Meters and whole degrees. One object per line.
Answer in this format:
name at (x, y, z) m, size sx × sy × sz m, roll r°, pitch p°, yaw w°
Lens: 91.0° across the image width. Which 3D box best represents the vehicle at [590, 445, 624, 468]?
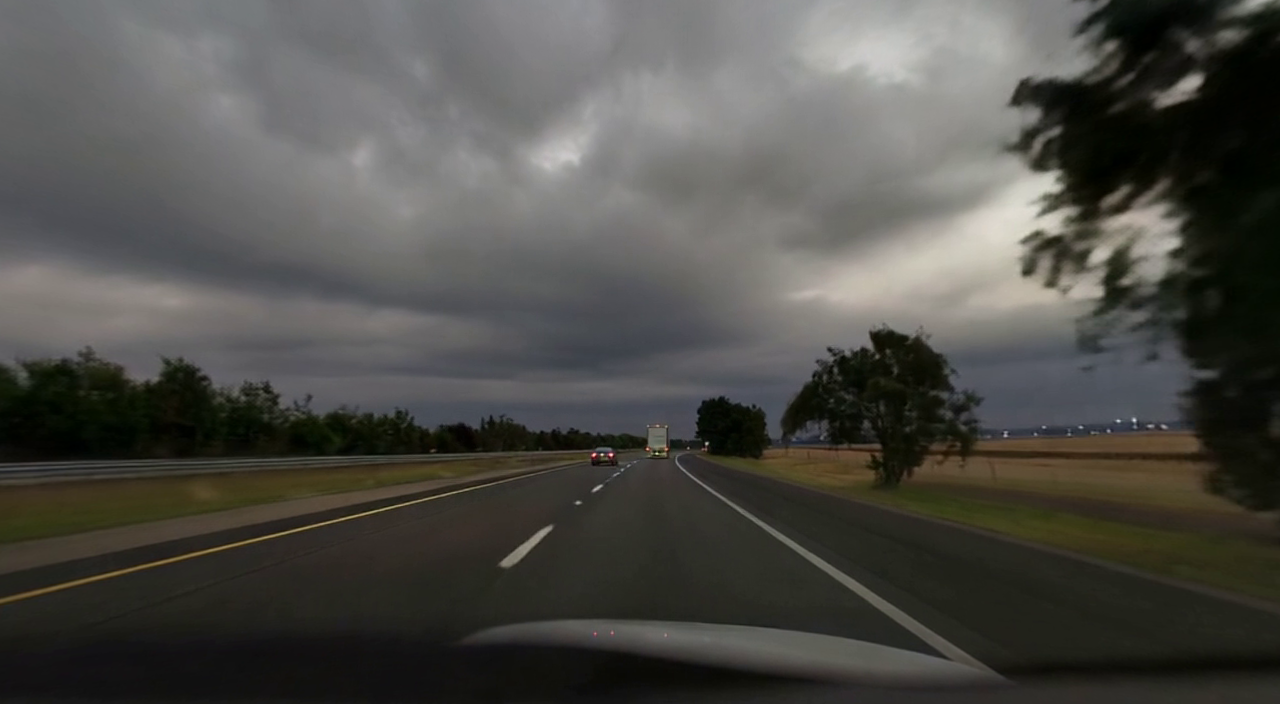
vehicle at (-2.372, 7.668, 46.425) m, size 2.199 × 1.555 × 4.451 m, roll 0°, pitch -9°, yaw 1°
